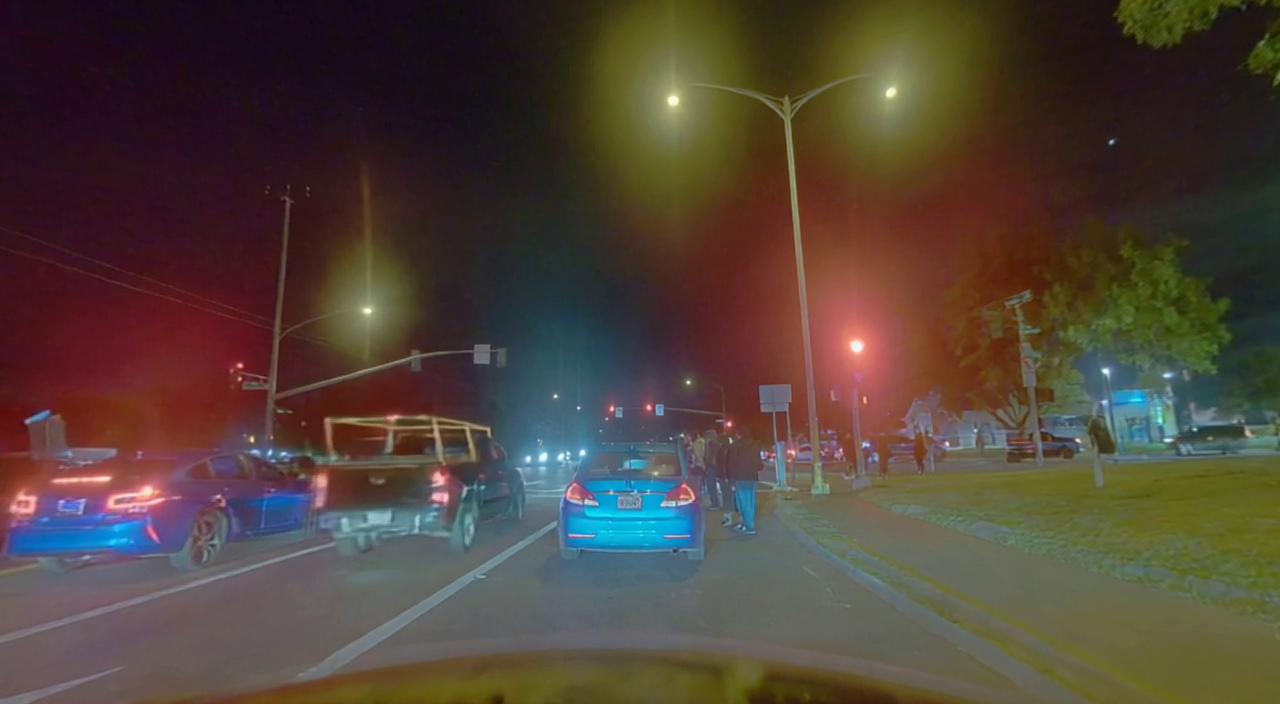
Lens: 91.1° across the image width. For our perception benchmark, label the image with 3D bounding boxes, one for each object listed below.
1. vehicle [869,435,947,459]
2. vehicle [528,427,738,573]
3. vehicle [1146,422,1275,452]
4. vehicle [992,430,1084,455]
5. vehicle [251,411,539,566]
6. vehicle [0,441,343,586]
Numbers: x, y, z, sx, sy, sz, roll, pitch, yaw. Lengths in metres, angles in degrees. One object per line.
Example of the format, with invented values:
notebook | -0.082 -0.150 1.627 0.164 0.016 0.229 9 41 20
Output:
vehicle | 17.522 6.213 41.125 4.441 1.452 1.798 -5 -10 30
vehicle | -0.056 1.862 8.681 2.182 1.501 4.150 0 -9 1
vehicle | 30.536 4.609 33.793 4.739 1.472 1.804 -5 -10 30
vehicle | 23.815 5.442 37.748 4.454 1.440 1.816 -5 -10 30
vehicle | -3.307 1.991 10.041 2.273 1.788 5.258 0 -9 2
vehicle | -6.343 2.057 8.938 1.948 1.530 4.283 0 -9 3
